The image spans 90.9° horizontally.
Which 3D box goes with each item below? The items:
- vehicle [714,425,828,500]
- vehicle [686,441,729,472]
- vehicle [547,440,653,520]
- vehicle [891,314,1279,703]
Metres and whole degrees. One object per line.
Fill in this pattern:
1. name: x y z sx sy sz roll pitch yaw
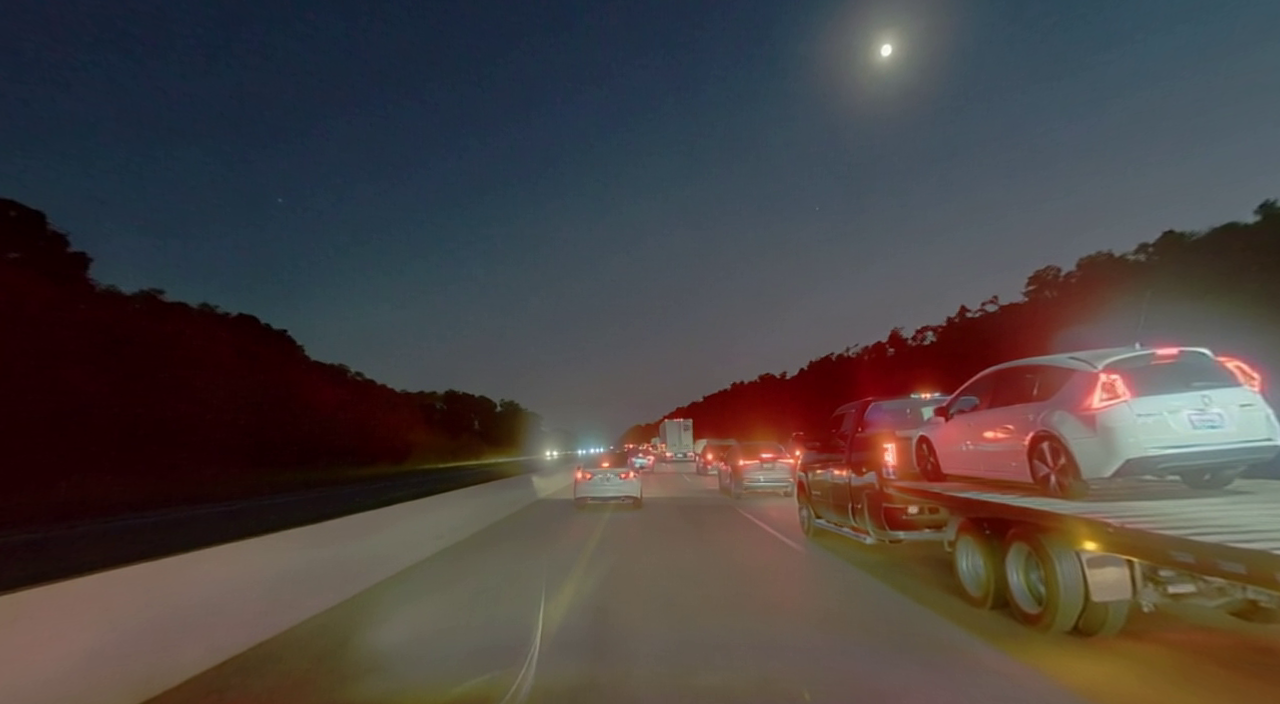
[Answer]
1. vehicle: 3.536 3.097 17.902 2.303 1.889 3.920 0 -9 -1
2. vehicle: 3.768 5.969 36.008 1.938 1.660 4.223 0 -9 -1
3. vehicle: -0.734 2.693 13.674 1.991 1.466 3.675 0 -9 0
4. vehicle: 3.448 0.973 3.837 1.959 1.783 4.407 0 -9 0
